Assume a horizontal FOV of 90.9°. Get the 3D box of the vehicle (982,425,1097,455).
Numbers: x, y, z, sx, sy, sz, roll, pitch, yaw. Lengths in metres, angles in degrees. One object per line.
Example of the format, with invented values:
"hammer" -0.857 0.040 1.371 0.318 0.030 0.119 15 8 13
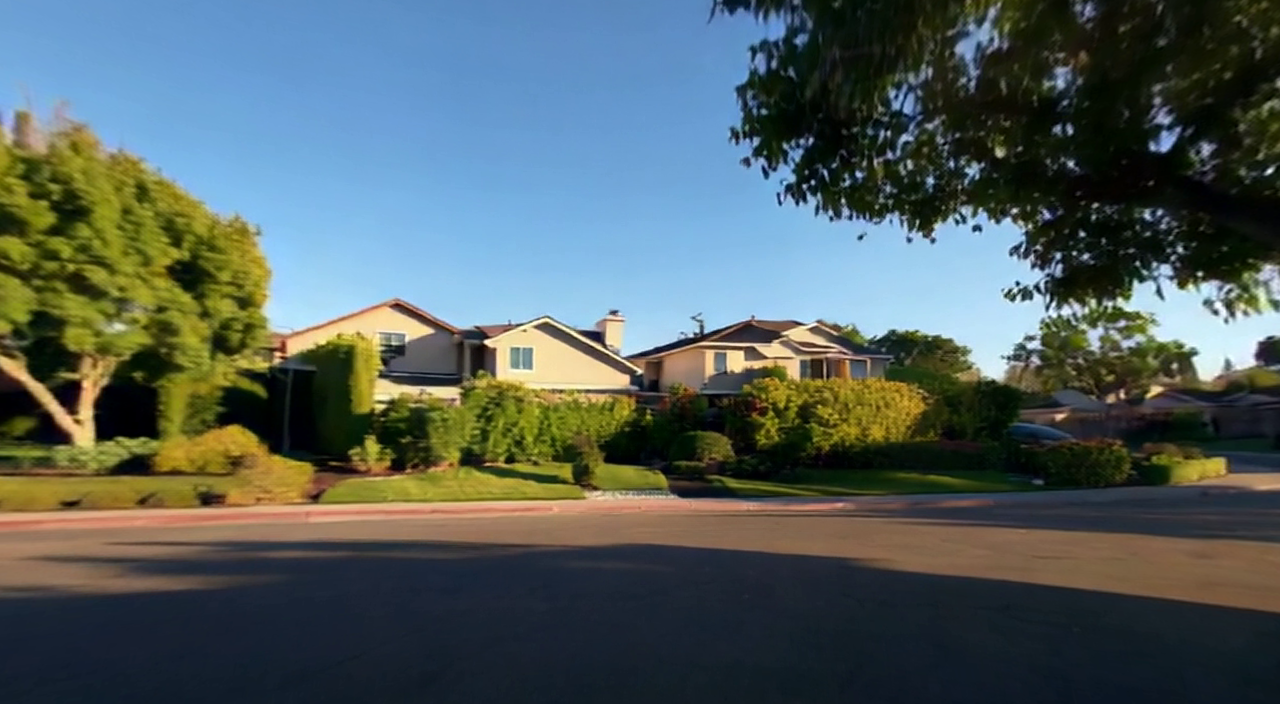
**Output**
"vehicle" 21.588 4.783 34.146 5.089 1.517 1.791 1 -8 -5
